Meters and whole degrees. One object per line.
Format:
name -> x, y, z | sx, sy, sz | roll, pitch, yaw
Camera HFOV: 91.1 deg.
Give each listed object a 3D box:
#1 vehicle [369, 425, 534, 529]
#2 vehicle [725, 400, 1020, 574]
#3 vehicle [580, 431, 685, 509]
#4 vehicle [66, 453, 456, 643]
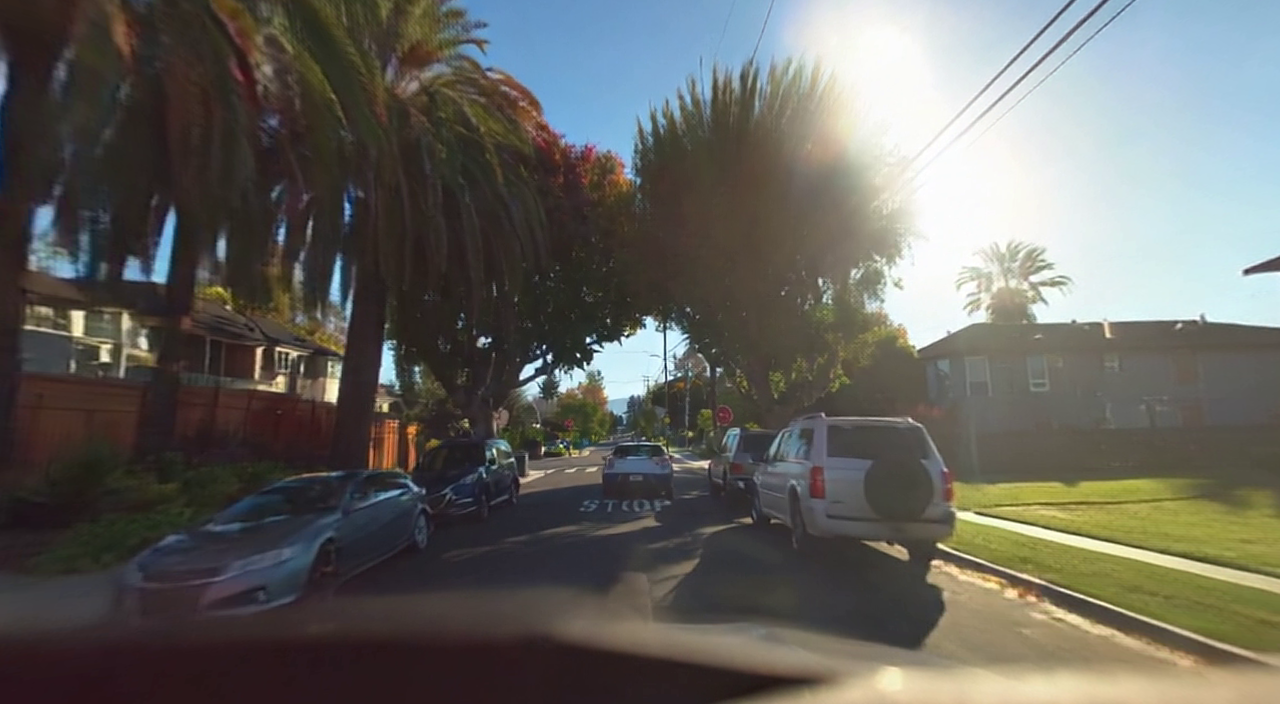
vehicle -> -3.387, 2.324, 12.241 | 1.965, 1.657, 4.104 | 0, -8, -1
vehicle -> 2.543, 1.644, 8.473 | 2.136, 1.650, 4.837 | 0, -8, 0
vehicle -> -0.164, 2.578, 14.188 | 2.010, 1.499, 4.107 | 0, -8, 0
vehicle -> -3.347, 1.749, 6.562 | 1.728, 1.305, 3.805 | 0, -8, -1
